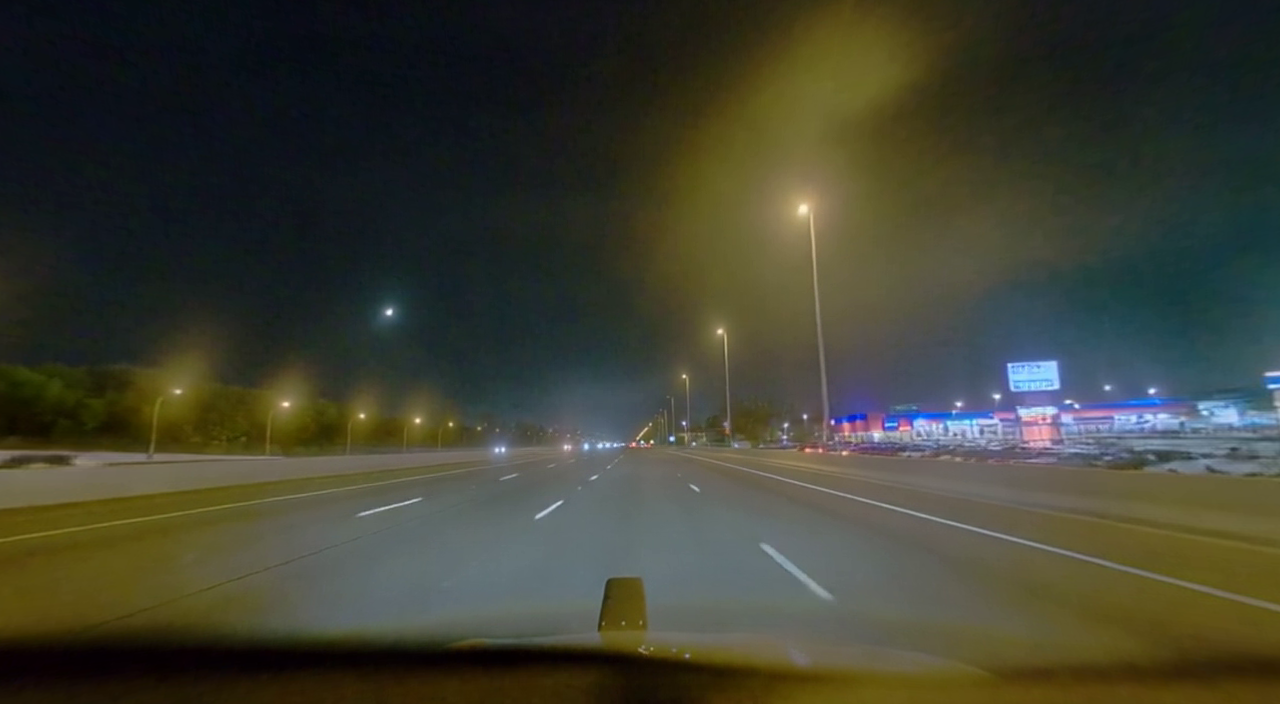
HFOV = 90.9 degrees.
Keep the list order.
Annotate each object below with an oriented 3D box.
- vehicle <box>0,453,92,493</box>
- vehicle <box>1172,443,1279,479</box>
[{"bbox_3d":[-24.977,4.824,25.440,1.832,1.443,4.289,0,-8,1],"label":"vehicle"},{"bbox_3d":[35.942,6.561,38.130,5.313,1.880,2.243,-3,-8,0],"label":"vehicle"}]
